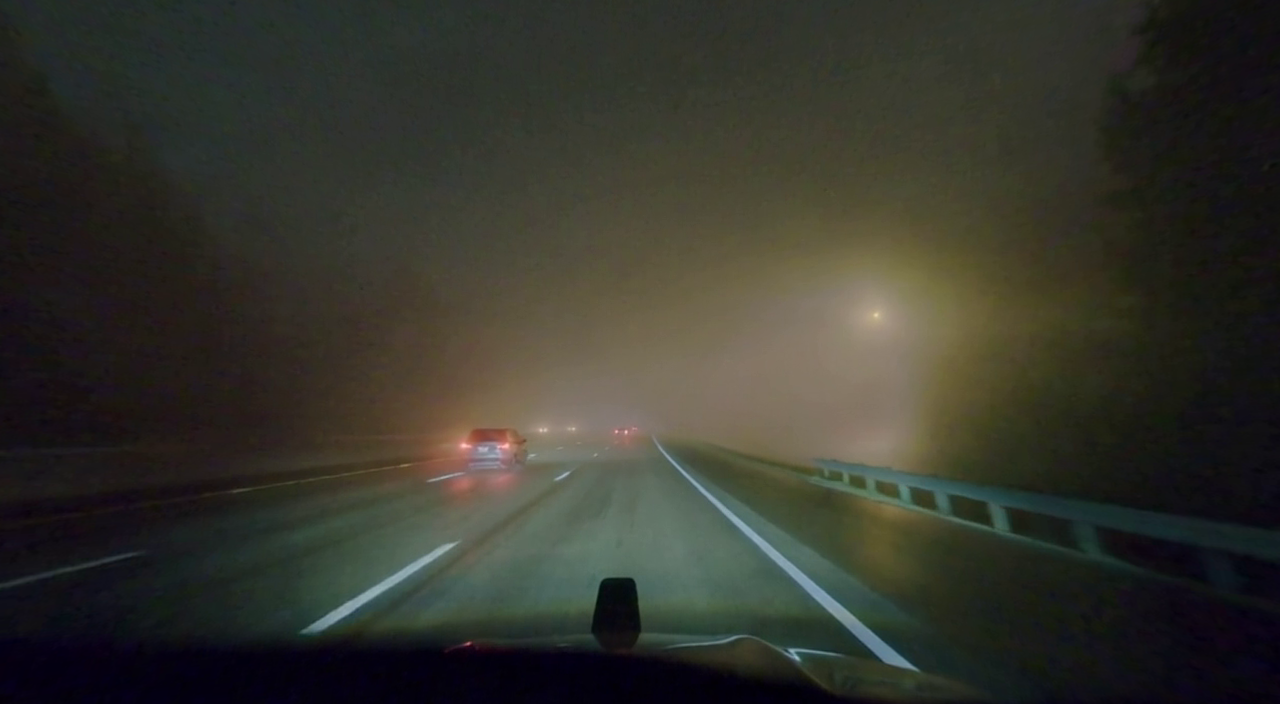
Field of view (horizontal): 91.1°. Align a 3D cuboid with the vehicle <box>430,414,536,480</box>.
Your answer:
[{"bbox_3d":[-4.458,2.772,18.640,1.980,1.721,4.419,0,-8,0],"label":"vehicle"}]
